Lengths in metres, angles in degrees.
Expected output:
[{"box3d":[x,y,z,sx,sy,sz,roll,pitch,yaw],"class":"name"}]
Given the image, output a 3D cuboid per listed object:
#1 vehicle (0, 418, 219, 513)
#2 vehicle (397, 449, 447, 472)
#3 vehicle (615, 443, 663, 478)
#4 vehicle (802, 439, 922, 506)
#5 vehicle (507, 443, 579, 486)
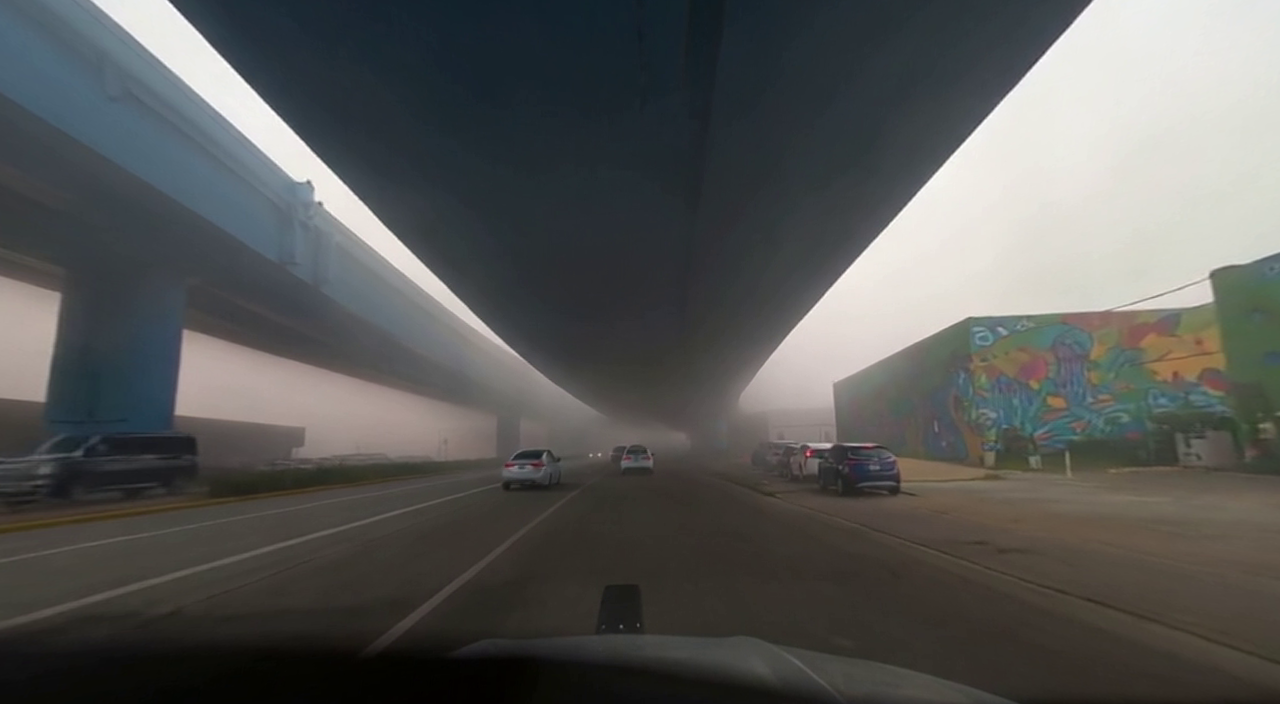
[{"box3d":[-18.213,3.694,21.202,3.082,2.608,6.994,0,-8,2],"class":"vehicle"},{"box3d":[-16.590,8.246,48.317,2.056,1.643,4.362,-1,-8,4],"class":"vehicle"},{"box3d":[-0.013,5.191,30.412,2.155,1.571,3.734,0,-8,0],"class":"vehicle"},{"box3d":[6.011,3.295,17.683,2.023,1.627,3.971,0,-9,2],"class":"vehicle"},{"box3d":[-3.704,4.389,25.045,2.024,1.533,4.549,0,-8,2],"class":"vehicle"}]
